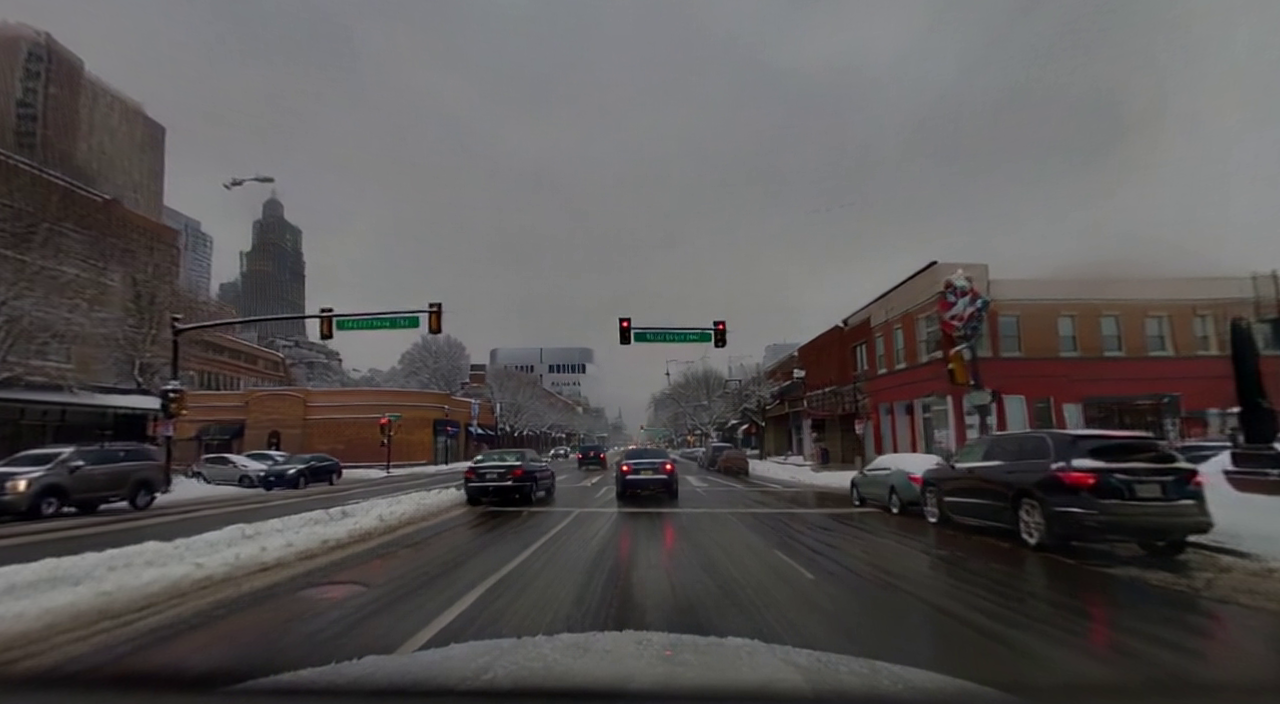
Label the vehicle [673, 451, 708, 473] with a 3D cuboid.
[{"bbox_3d":[3.523,7.744,44.668,2.047,1.463,4.514,0,-9,0],"label":"vehicle"}]

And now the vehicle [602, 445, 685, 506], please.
[{"bbox_3d":[0.082,3.381,17.725,2.037,1.484,4.073,0,-9,0],"label":"vehicle"}]

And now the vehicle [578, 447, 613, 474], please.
[{"bbox_3d":[-2.985,7.383,43.238,2.007,1.736,4.185,0,-9,1],"label":"vehicle"}]

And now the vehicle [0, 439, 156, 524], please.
[{"bbox_3d":[-15.821,3.472,17.666,2.239,1.963,5.779,4,-9,-25],"label":"vehicle"}]

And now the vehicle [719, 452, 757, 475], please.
[{"bbox_3d":[6.861,7.801,44.401,1.944,1.462,4.406,0,-9,0],"label":"vehicle"}]

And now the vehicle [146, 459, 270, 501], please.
[{"bbox_3d":[-17.234,5.116,25.479,1.774,1.436,4.473,0,-9,1],"label":"vehicle"}]

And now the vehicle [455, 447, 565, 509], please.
[{"bbox_3d":[-3.360,3.346,17.217,1.950,1.450,4.257,0,-9,2],"label":"vehicle"}]

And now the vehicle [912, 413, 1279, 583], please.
[{"bbox_3d":[6.511,2.032,9.758,2.289,1.867,5.322,0,-9,1],"label":"vehicle"}]

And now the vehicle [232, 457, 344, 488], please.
[{"bbox_3d":[-19.111,6.497,34.254,5.163,1.510,2.174,-3,-9,16],"label":"vehicle"}]
